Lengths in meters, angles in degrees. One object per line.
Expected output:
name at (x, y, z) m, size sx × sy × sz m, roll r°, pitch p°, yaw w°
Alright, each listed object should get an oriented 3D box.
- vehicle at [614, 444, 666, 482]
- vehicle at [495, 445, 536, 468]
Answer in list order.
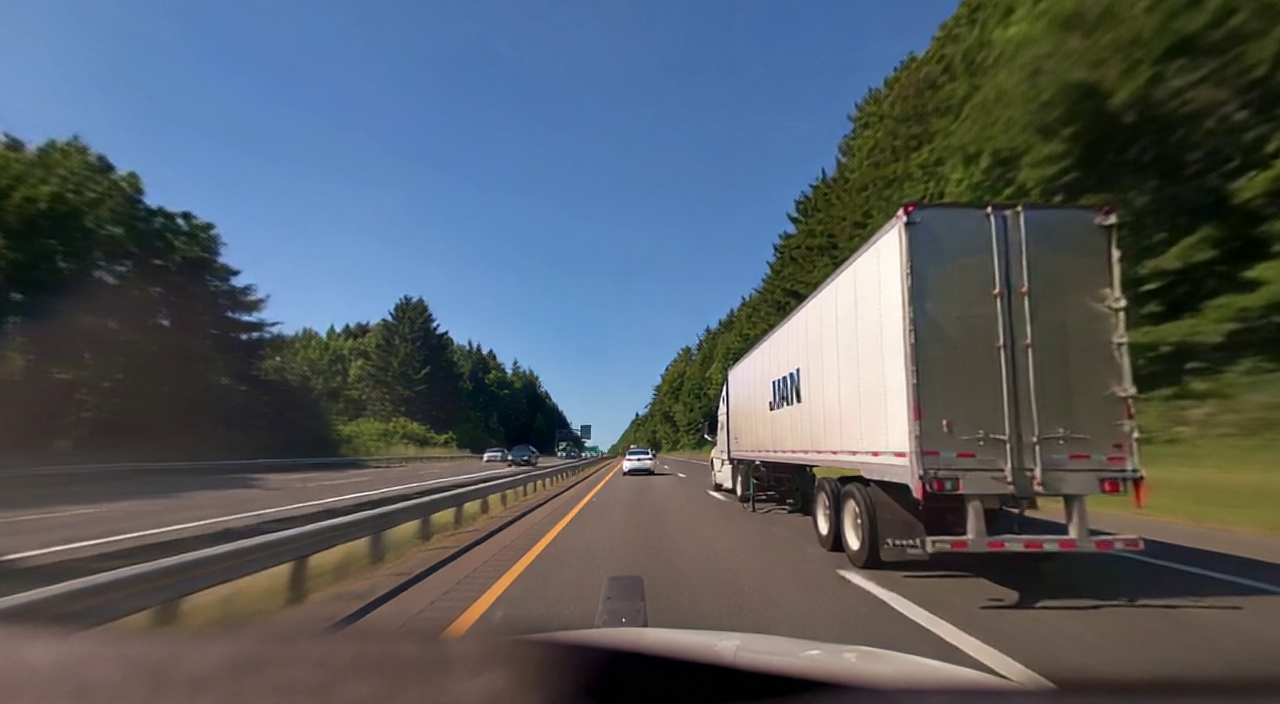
vehicle at (-0.017, 4.856, 27.827) m, size 2.114 × 1.523 × 4.012 m, roll 0°, pitch -9°, yaw 0°
vehicle at (-8.526, 7.202, 43.553) m, size 1.858 × 1.456 × 4.591 m, roll 0°, pitch -9°, yaw 0°
